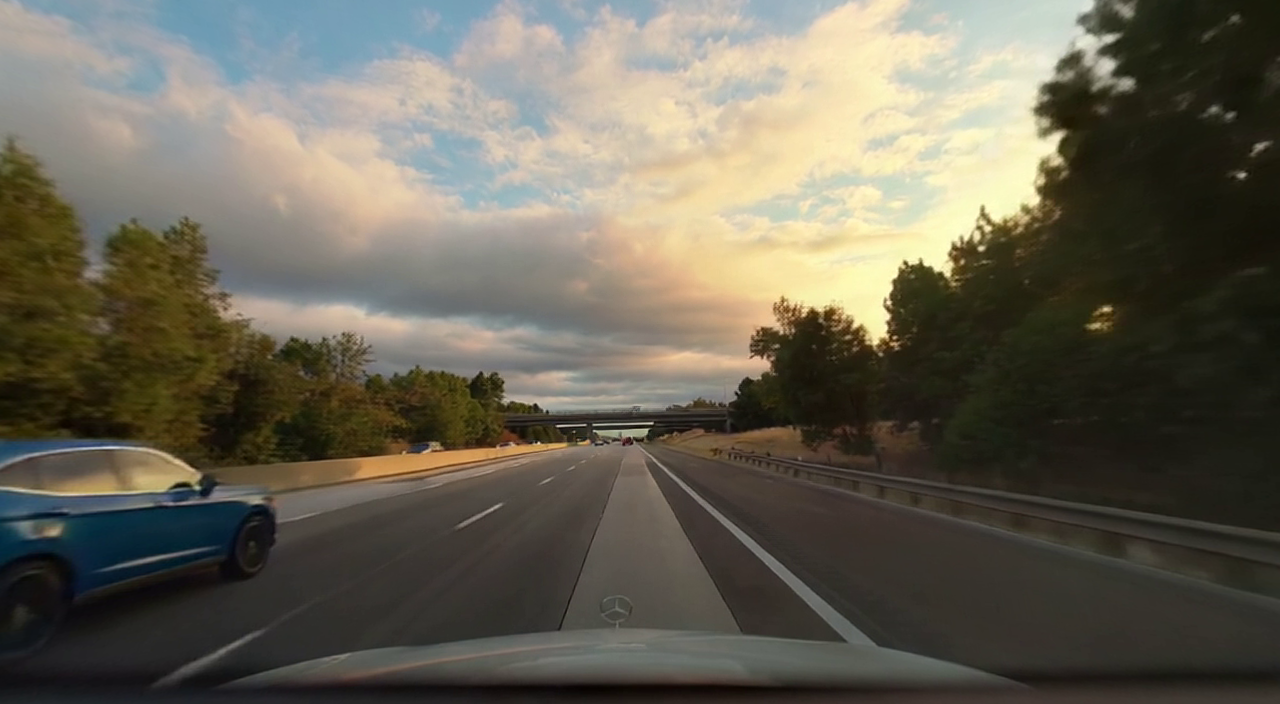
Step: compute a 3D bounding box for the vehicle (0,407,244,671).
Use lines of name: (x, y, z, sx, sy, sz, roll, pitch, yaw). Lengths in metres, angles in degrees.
vehicle: (-4.691, 1.124, 3.955, 1.965, 1.513, 3.774, 0, -8, -1)
